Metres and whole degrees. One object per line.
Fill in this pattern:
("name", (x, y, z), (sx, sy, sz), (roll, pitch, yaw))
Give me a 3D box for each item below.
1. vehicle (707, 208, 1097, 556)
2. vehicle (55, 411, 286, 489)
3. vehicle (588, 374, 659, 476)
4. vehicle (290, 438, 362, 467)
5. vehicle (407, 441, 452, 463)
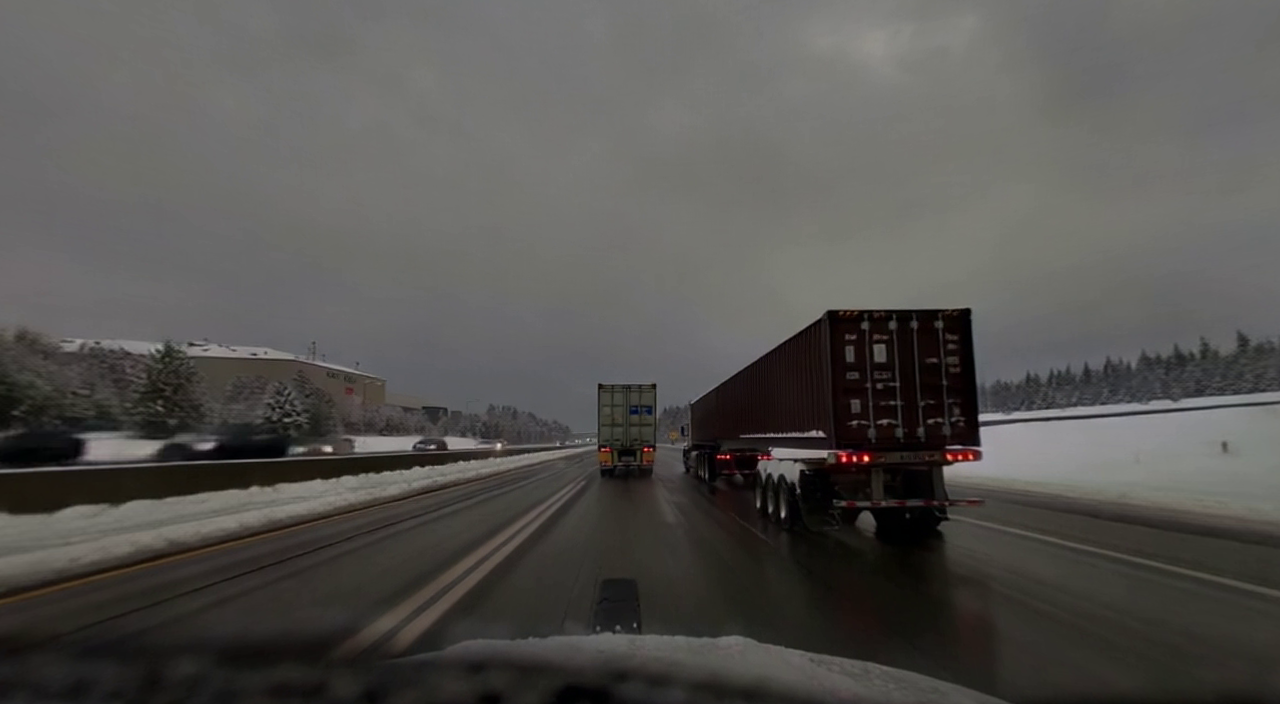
("vehicle", (3.649, 1.198, 13.705), (2.803, 4.072, 12.744), (0, -8, -1))
("vehicle", (-12.528, 2.698, 17.589), (2.220, 1.787, 5.560), (0, -8, -1))
("vehicle", (-0.558, 3.833, 31.670), (2.841, 4.071, 12.046), (-1, -8, 1))
("vehicle", (-17.782, 5.700, 36.088), (1.897, 1.498, 4.642), (0, -8, -2))
("vehicle", (-14.341, 6.829, 43.338), (1.814, 1.449, 4.409), (0, -8, -3))
